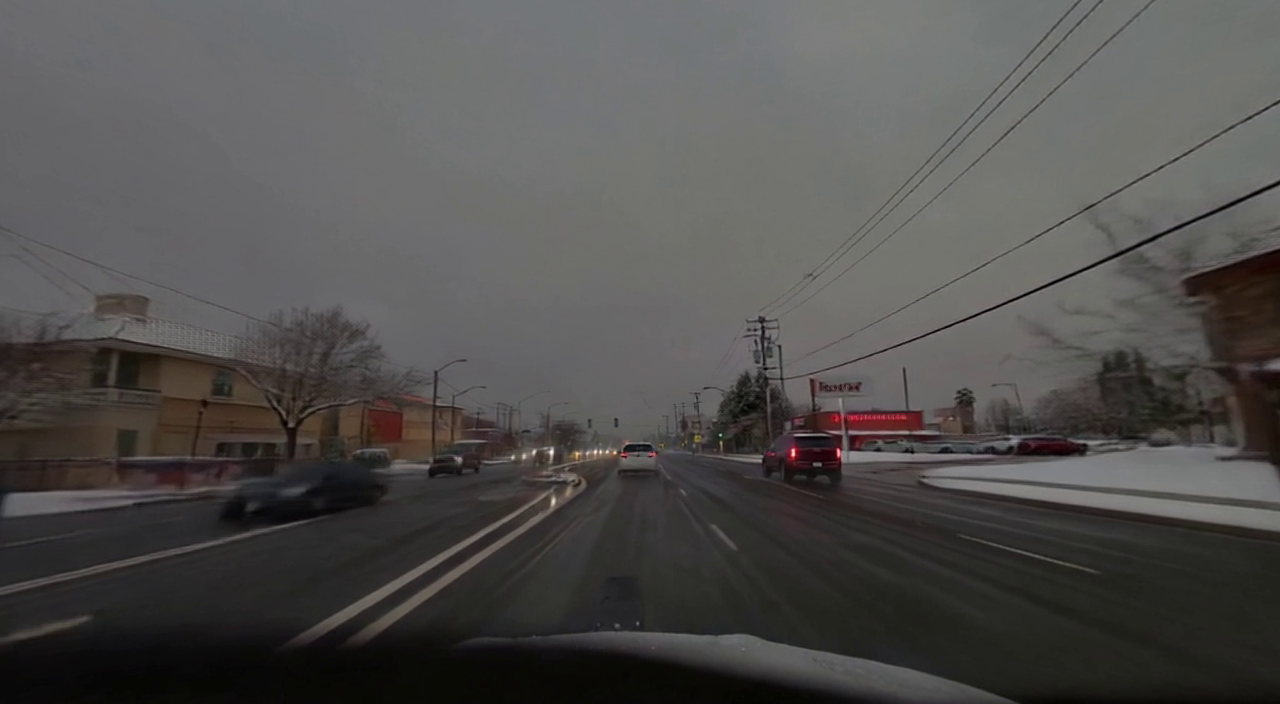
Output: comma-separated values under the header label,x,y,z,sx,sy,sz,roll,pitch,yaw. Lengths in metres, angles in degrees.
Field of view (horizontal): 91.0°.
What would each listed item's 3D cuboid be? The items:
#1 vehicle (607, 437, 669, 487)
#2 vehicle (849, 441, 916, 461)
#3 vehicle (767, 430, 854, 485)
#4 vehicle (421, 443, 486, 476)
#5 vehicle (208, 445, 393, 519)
label,x,y,z,sx,sy,sz,roll,pitch,yaw
vehicle,-0.099,4.119,23.845,2.138,1.702,4.168,0,-9,-1
vehicle,19.085,7.786,49.702,4.415,1.519,1.907,0,-9,0
vehicle,6.360,4.008,24.090,2.061,1.889,4.268,0,-9,-1
vehicle,-11.317,6.566,38.754,2.193,1.851,5.705,0,-9,1
vehicle,-7.967,3.066,15.432,1.941,1.514,4.618,0,-9,0
